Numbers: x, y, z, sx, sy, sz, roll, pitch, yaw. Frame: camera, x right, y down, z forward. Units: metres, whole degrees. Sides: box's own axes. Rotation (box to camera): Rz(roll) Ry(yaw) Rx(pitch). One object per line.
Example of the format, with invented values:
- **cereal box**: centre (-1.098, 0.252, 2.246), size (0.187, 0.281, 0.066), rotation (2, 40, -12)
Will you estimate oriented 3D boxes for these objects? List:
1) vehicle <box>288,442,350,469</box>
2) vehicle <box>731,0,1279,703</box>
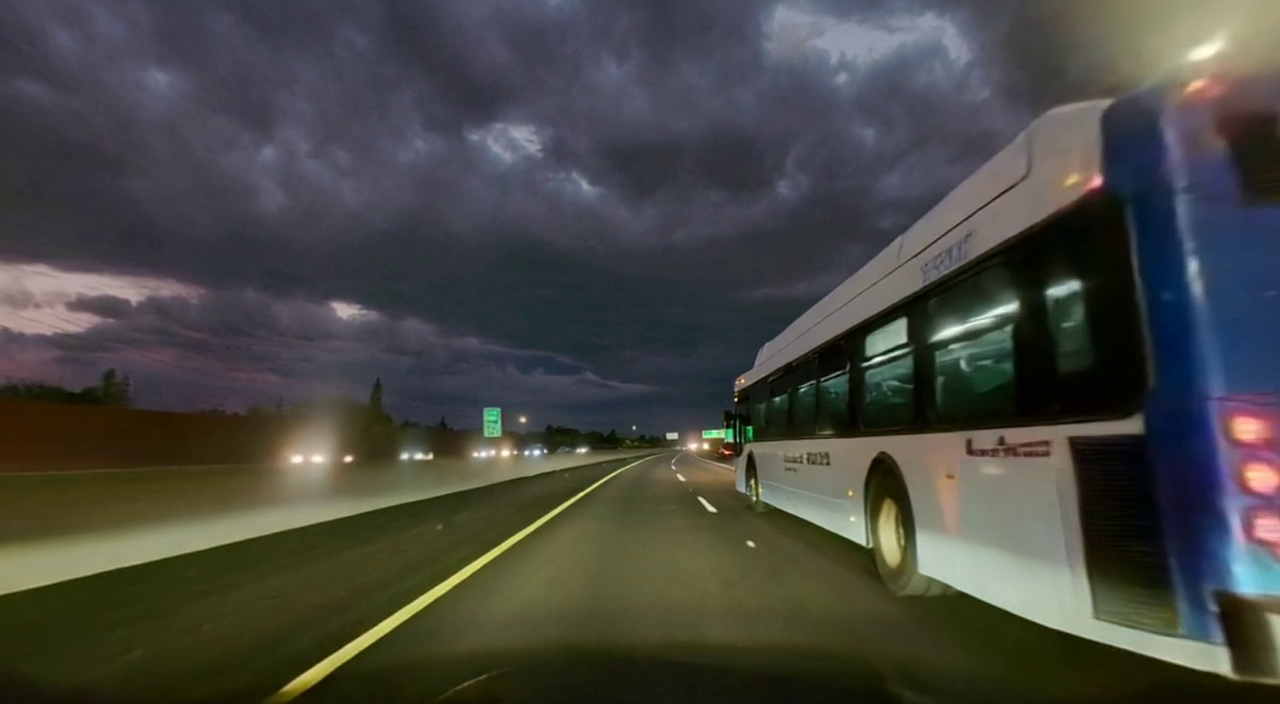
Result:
- **vehicle**: centre (-24.926, 8.011, 49.271), size (2.012, 1.973, 4.871), rotation (-1, -9, 3)
- **vehicle**: centre (3.963, 0.946, 9.532), size (3.144, 3.580, 14.591), rotation (0, -9, 0)
